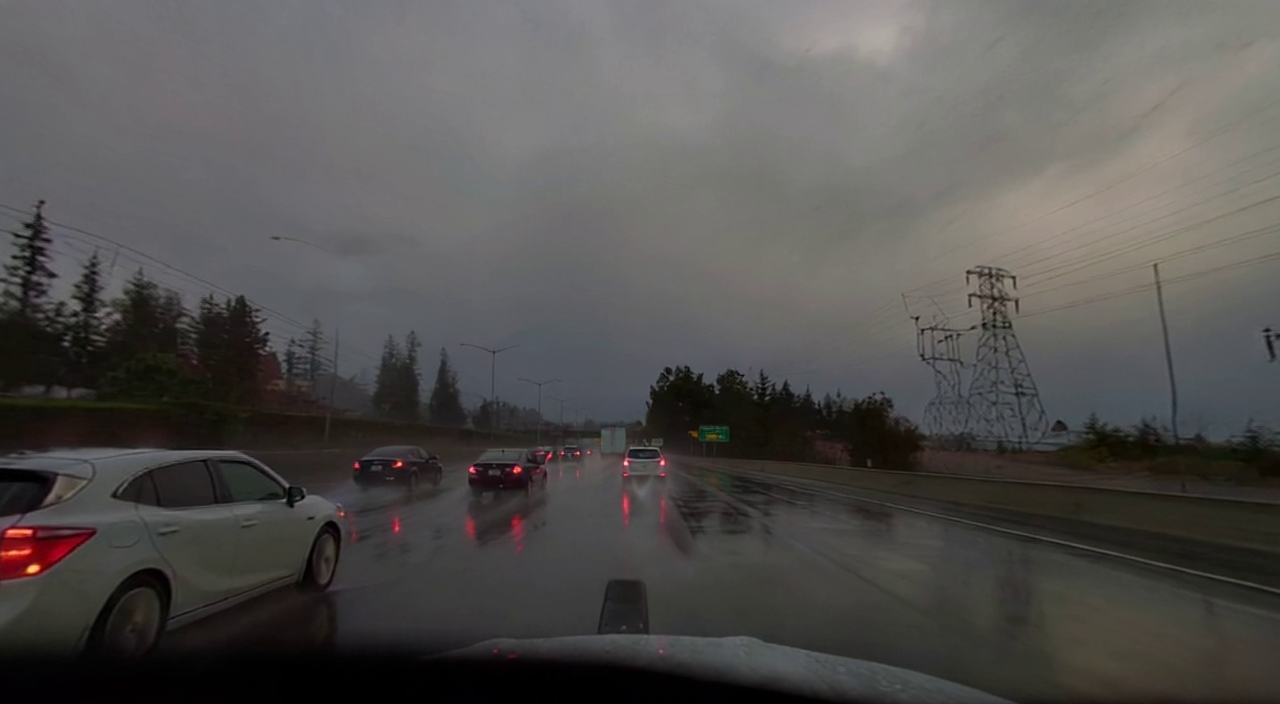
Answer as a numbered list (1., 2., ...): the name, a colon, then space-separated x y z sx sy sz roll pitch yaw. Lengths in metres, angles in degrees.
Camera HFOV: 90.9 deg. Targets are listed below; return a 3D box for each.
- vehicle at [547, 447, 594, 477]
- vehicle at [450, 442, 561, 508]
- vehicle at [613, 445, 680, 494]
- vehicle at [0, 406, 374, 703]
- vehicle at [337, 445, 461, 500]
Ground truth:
1. vehicle: -3.559 5.675 32.806 2.013 1.437 3.801 0 -9 0
2. vehicle: -3.310 3.110 16.405 1.912 1.464 4.115 0 -9 1
3. vehicle: 0.173 3.910 21.374 2.018 1.470 4.491 0 -9 0
4. vehicle: -3.666 1.212 4.154 1.883 1.500 4.373 0 -9 0
5. vehicle: -7.084 3.553 19.109 1.867 1.445 4.499 0 -9 2
